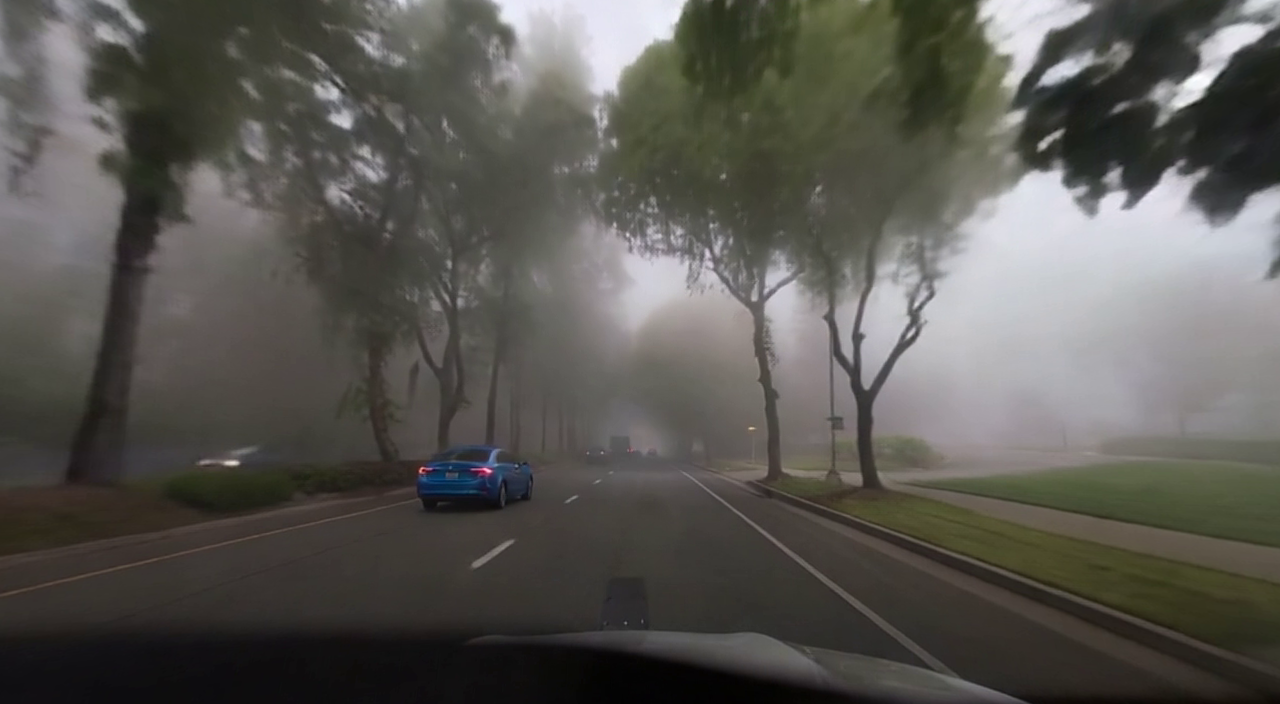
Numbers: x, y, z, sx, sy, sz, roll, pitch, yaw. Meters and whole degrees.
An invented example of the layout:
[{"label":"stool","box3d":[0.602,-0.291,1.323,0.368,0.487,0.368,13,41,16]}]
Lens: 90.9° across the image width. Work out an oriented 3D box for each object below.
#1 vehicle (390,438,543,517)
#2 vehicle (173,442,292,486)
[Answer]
[{"label":"vehicle","box3d":[-3.626,2.720,14.171,2.033,1.454,4.512,0,-9,2]},{"label":"vehicle","box3d":[-17.736,4.872,27.756,2.016,1.742,4.660,0,-9,1]}]
